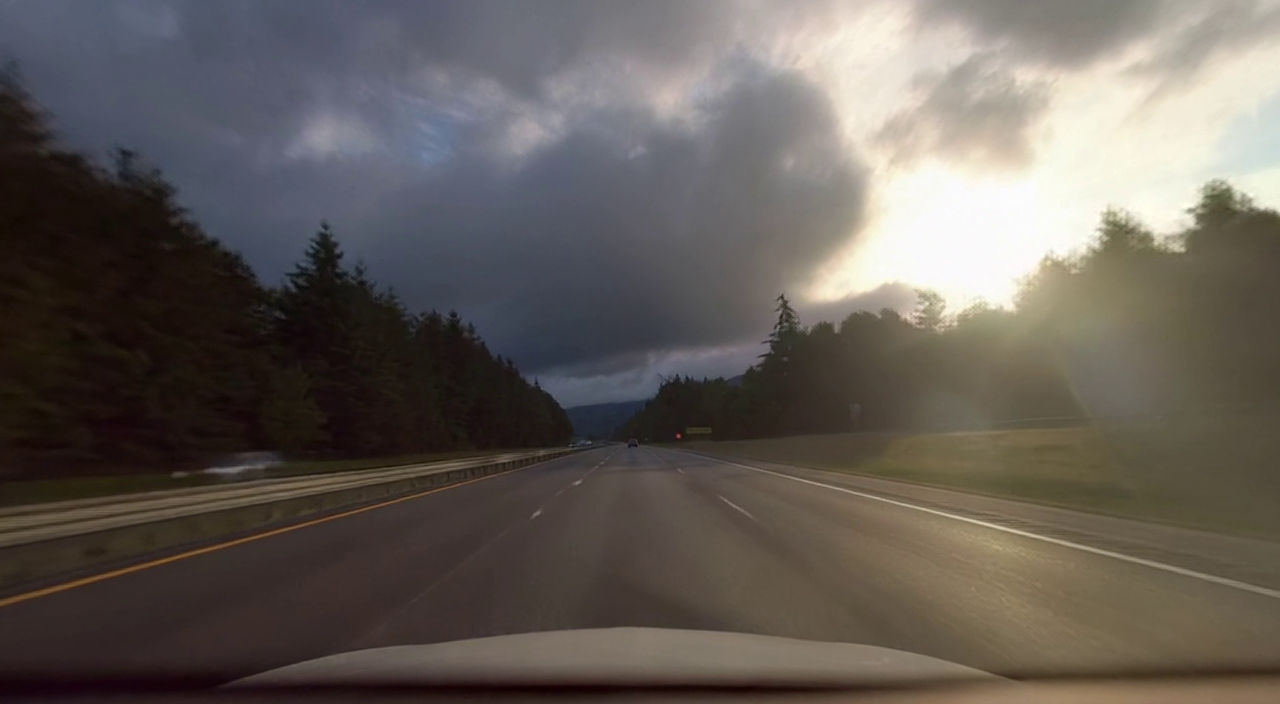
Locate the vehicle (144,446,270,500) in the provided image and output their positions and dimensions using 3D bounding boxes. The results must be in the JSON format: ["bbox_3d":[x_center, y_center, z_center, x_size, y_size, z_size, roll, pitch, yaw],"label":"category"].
[{"bbox_3d":[-16.331,4.529,24.040,1.938,1.793,4.055,0,-8,-1],"label":"vehicle"}]
